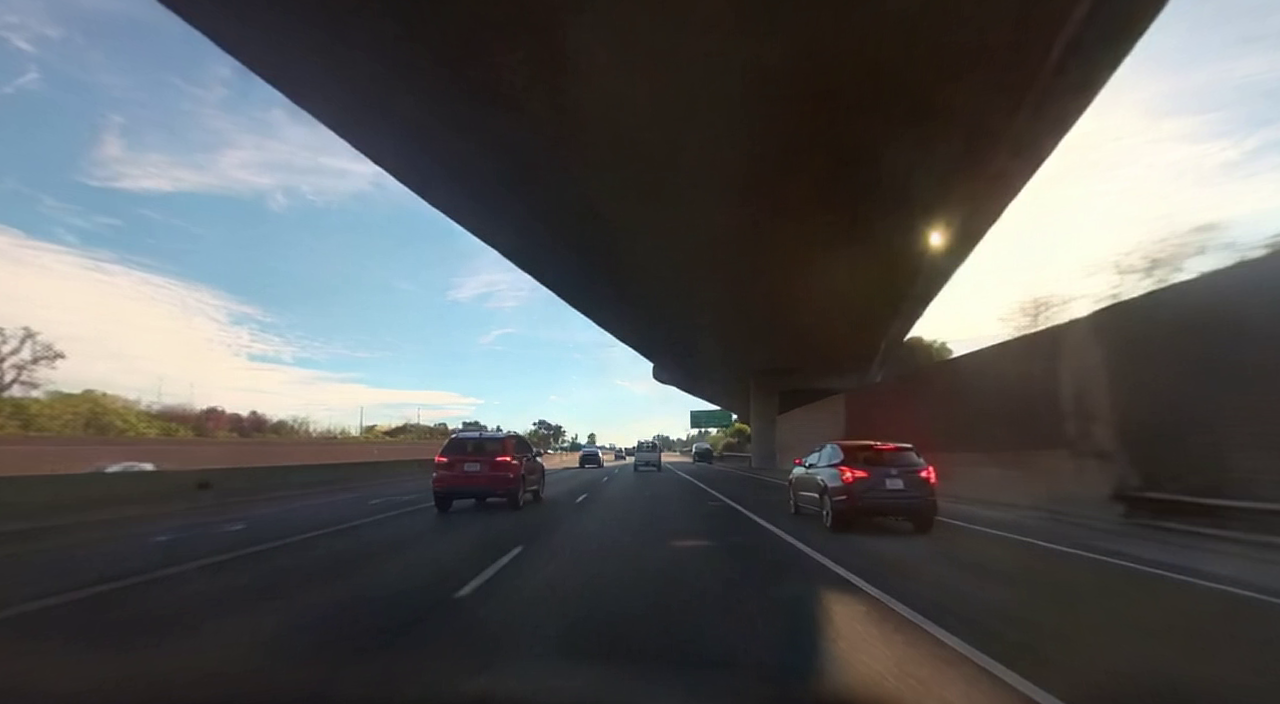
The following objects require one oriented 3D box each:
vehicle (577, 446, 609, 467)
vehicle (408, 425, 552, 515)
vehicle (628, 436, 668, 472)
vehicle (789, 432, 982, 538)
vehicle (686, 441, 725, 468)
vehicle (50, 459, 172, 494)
[{"bbox_3d":[-3.390,7.593,45.932,1.994,1.475,4.171,0,-9,0],"label":"vehicle"},{"bbox_3d":[-3.491,2.684,14.798,2.089,1.751,4.515,0,-9,1],"label":"vehicle"},{"bbox_3d":[0.440,5.827,36.146,2.155,1.909,4.529,0,-9,0],"label":"vehicle"},{"bbox_3d":[4.123,2.276,11.353,1.959,1.554,3.795,0,-9,1],"label":"vehicle"},{"bbox_3d":[4.588,7.268,44.995,2.231,1.807,4.588,0,-9,-1],"label":"vehicle"},{"bbox_3d":[-26.105,6.124,31.339,1.860,1.516,4.638,0,-9,3],"label":"vehicle"}]
